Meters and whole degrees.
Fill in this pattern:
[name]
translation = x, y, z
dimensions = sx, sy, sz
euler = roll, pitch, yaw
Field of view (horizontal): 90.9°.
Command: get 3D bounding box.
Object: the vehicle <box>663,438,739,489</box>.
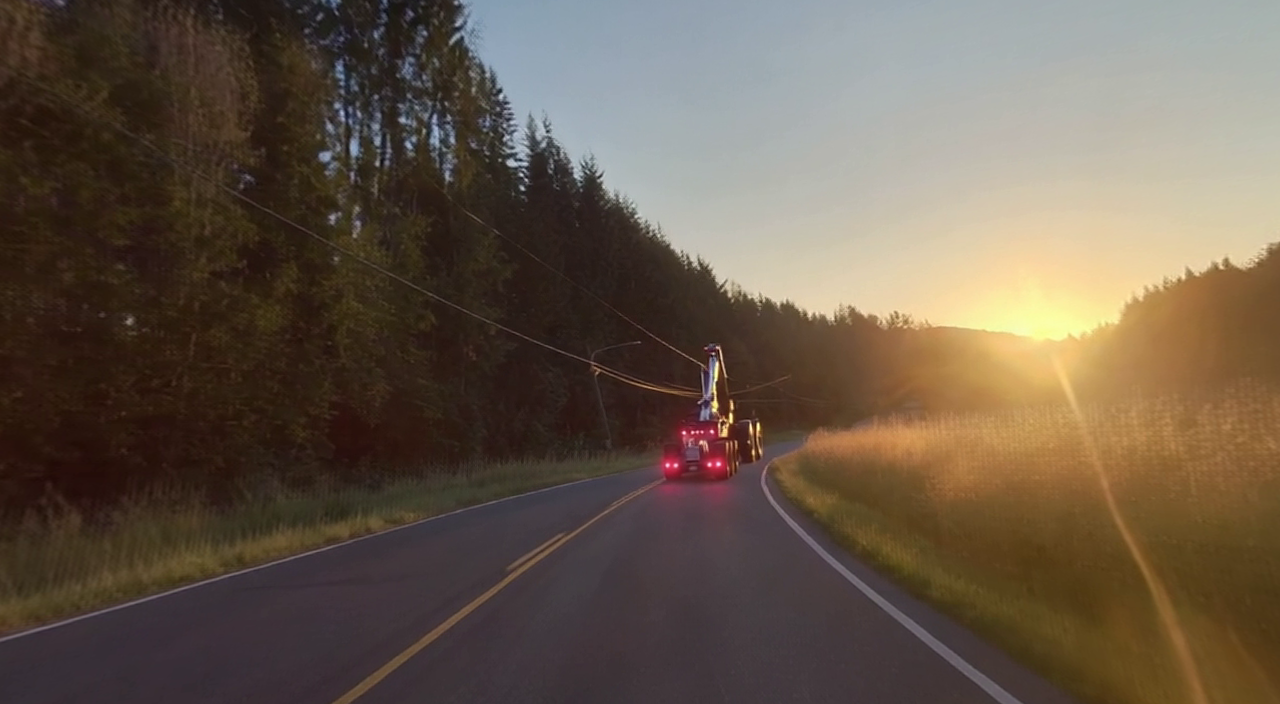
[vehicle]
translation = 2.044, 3.590, 20.723
dimensions = 2.196, 1.465, 4.294
euler = -1, -8, 7
